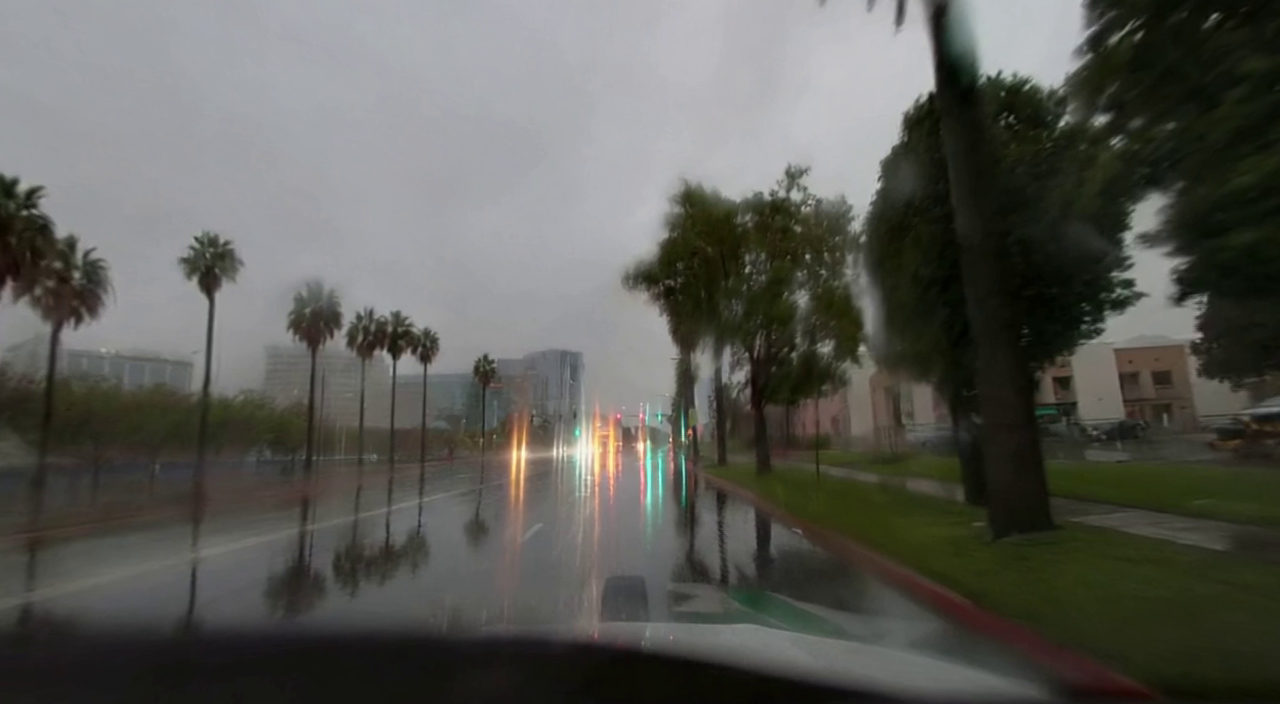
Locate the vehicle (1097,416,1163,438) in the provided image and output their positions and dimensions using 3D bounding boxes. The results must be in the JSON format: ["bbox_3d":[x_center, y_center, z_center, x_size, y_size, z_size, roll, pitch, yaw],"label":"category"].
[{"bbox_3d":[37.024,5.730,47.561,1.794,1.535,4.466,-1,-8,6],"label":"vehicle"}]

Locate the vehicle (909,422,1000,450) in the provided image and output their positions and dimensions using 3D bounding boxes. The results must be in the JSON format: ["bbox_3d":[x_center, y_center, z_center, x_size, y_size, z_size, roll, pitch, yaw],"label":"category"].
[{"bbox_3d":[16.753,4.490,33.512,3.945,1.463,1.684,1,-8,-5],"label":"vehicle"}]
